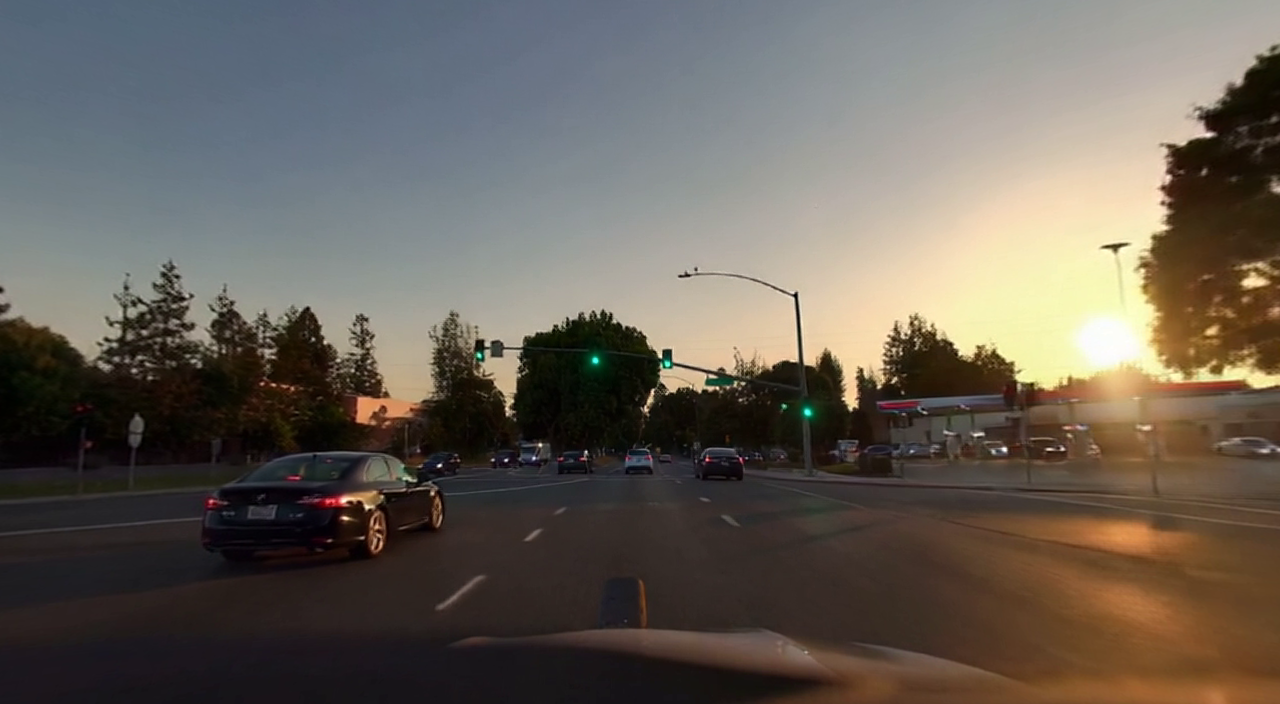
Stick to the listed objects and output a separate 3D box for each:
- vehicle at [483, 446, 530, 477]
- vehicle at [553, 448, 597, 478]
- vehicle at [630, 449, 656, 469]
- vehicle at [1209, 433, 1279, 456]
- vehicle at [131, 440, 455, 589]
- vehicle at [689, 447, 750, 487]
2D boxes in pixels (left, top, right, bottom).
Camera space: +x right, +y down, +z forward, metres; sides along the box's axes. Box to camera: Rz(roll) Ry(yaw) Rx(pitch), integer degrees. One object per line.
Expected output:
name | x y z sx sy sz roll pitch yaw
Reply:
vehicle | -8.350 6.860 39.750 1.922 1.660 4.332 -2 -8 1
vehicle | -3.447 5.971 34.167 1.841 1.474 4.038 0 -8 1
vehicle | 0.216 8.321 49.139 1.934 1.470 3.988 0 -8 -1
vehicle | 41.037 6.197 42.069 1.812 1.427 4.632 0 -8 1
vehicle | -4.142 1.951 8.579 1.803 1.463 4.422 0 -8 1
vehicle | 3.131 4.596 25.523 1.883 1.465 3.975 0 -8 -1
